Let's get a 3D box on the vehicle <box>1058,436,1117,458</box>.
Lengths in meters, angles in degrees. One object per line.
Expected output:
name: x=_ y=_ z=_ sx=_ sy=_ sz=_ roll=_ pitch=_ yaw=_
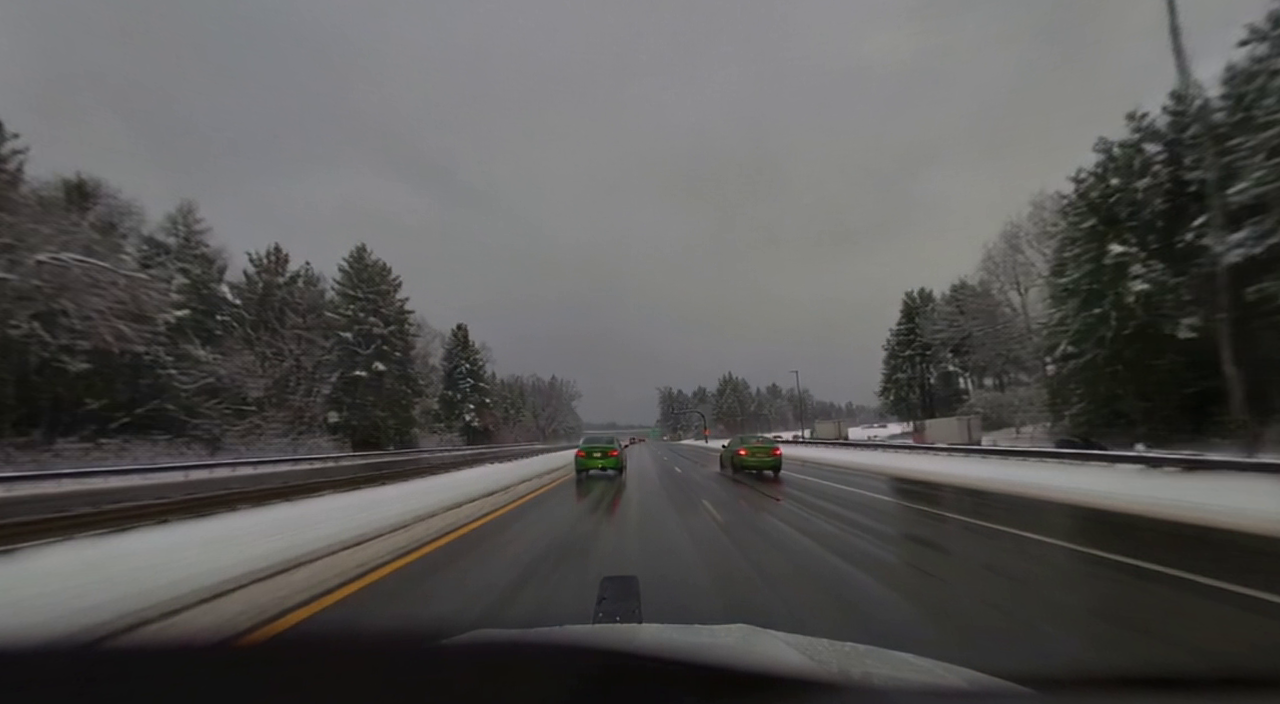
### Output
vehicle: x=30.501 y=6.437 z=42.931 sx=1.735 sy=1.441 sz=3.832 roll=-1 pitch=-8 yaw=10

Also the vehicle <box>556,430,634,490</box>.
vehicle: x=-1.139 y=2.946 z=17.608 sx=1.897 sy=1.479 sz=3.724 roll=0 pitch=-8 yaw=0

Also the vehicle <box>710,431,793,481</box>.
vehicle: x=3.625 y=3.441 z=21.273 sx=2.010 sy=1.508 sz=4.285 roll=0 pitch=-8 yaw=-1
